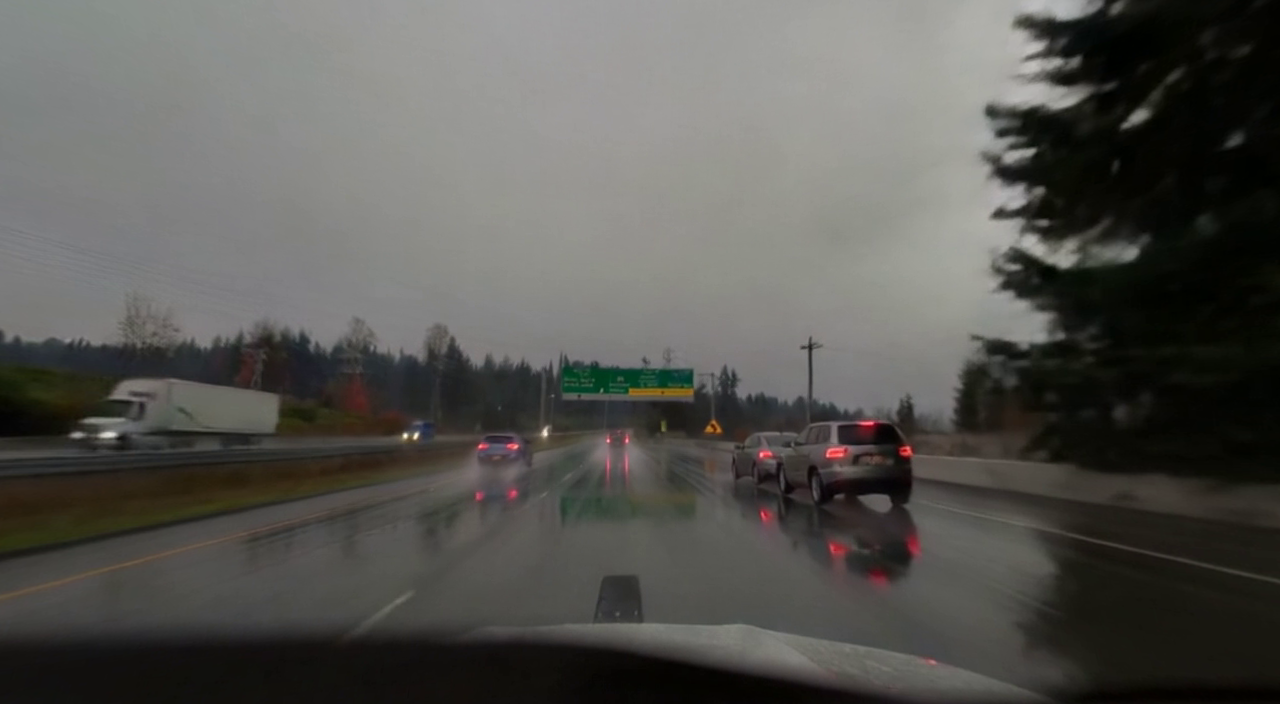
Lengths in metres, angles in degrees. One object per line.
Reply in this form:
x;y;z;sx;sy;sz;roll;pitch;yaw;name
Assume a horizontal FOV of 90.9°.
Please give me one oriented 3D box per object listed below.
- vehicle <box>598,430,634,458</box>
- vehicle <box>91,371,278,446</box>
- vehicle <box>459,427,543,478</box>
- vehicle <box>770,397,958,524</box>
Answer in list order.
-1.527;5.814;40.136;2.159;1.690;3.720;0;-7;-2;vehicle
-27.690;3.812;39.637;2.835;3.950;12.765;0;-7;-3;vehicle
-4.766;3.490;22.264;2.100;1.590;4.077;0;-7;-1;vehicle
3.744;1.848;11.231;1.976;1.905;3.263;0;-7;-3;vehicle
